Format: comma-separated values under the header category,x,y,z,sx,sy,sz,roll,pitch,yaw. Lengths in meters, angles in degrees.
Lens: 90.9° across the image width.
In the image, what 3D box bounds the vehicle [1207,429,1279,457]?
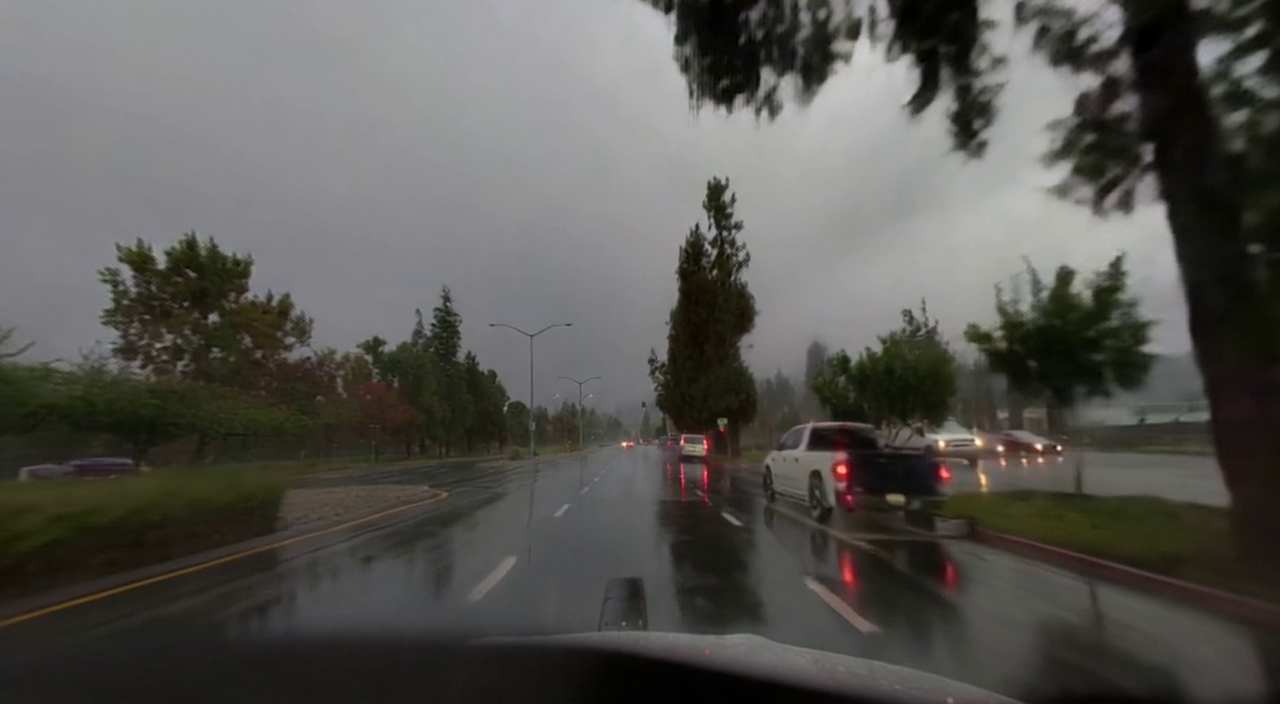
category,x,y,z,sx,sy,sz,roll,pitch,yaw
vehicle,38.484,5.645,39.350,1.870,1.514,4.544,-5,-8,-1

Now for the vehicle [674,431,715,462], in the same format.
category,x,y,z,sx,sy,sz,roll,pitch,yaw
vehicle,3.456,6.076,40.534,2.144,1.848,4.159,0,-8,-2

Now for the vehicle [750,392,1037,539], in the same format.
category,x,y,z,sx,sy,sz,roll,pitch,yaw
vehicle,3.799,1.862,11.010,2.493,1.896,5.433,0,-8,-3

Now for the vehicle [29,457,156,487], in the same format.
category,x,y,z,sx,sy,sz,roll,pitch,yaw
vehicle,-29.045,6.376,33.565,4.719,1.433,1.995,0,-8,-5
